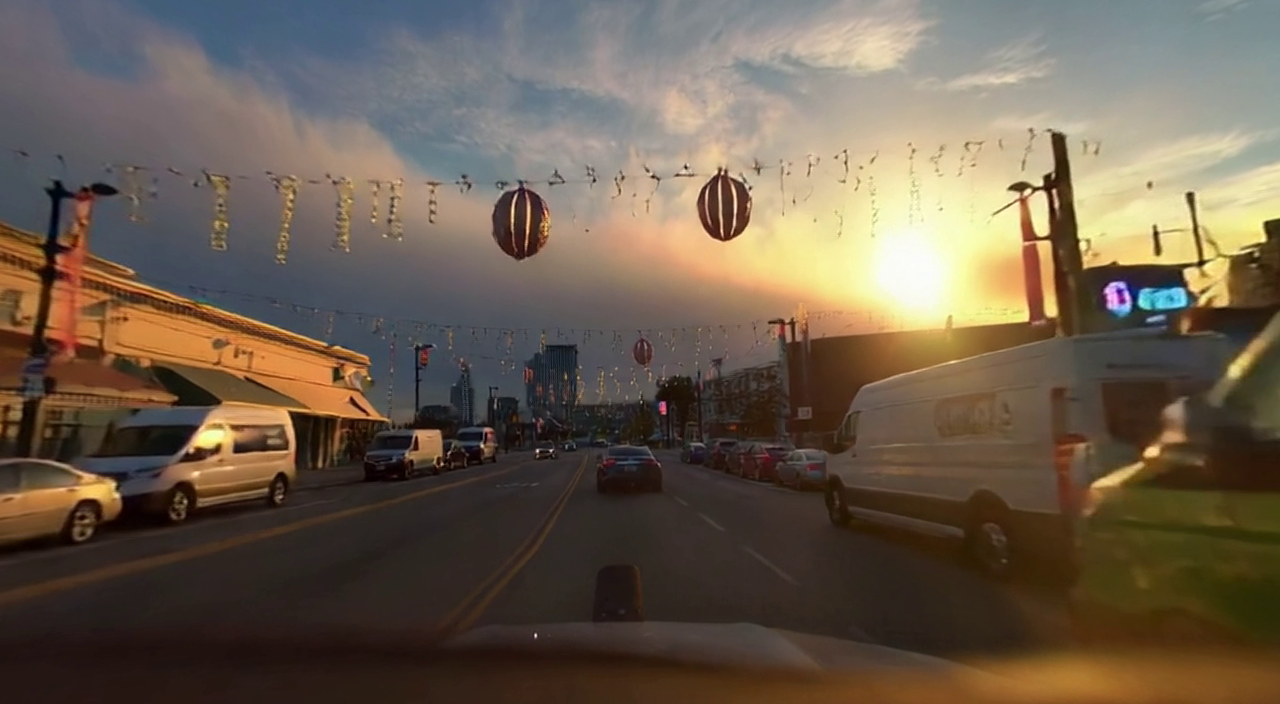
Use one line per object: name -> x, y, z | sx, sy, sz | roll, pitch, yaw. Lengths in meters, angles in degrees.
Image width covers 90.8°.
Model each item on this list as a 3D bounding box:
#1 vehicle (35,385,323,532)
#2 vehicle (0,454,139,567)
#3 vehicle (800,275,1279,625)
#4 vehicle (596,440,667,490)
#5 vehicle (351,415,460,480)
vehicle -> -10.040, 2.393, 14.736 | 2.398, 2.723, 5.816 | 0, -8, -2
vehicle -> -9.740, 2.182, 8.613 | 2.063, 1.481, 4.722 | 0, -8, -2
vehicle -> 4.444, 1.223, 8.427 | 2.492, 2.720, 6.884 | 0, -8, -3
vehicle -> -0.323, 3.694, 21.113 | 2.112, 1.464, 4.411 | 0, -8, -2
vehicle -> -10.386, 4.339, 28.805 | 2.964, 2.597, 6.437 | 1, -8, -5
